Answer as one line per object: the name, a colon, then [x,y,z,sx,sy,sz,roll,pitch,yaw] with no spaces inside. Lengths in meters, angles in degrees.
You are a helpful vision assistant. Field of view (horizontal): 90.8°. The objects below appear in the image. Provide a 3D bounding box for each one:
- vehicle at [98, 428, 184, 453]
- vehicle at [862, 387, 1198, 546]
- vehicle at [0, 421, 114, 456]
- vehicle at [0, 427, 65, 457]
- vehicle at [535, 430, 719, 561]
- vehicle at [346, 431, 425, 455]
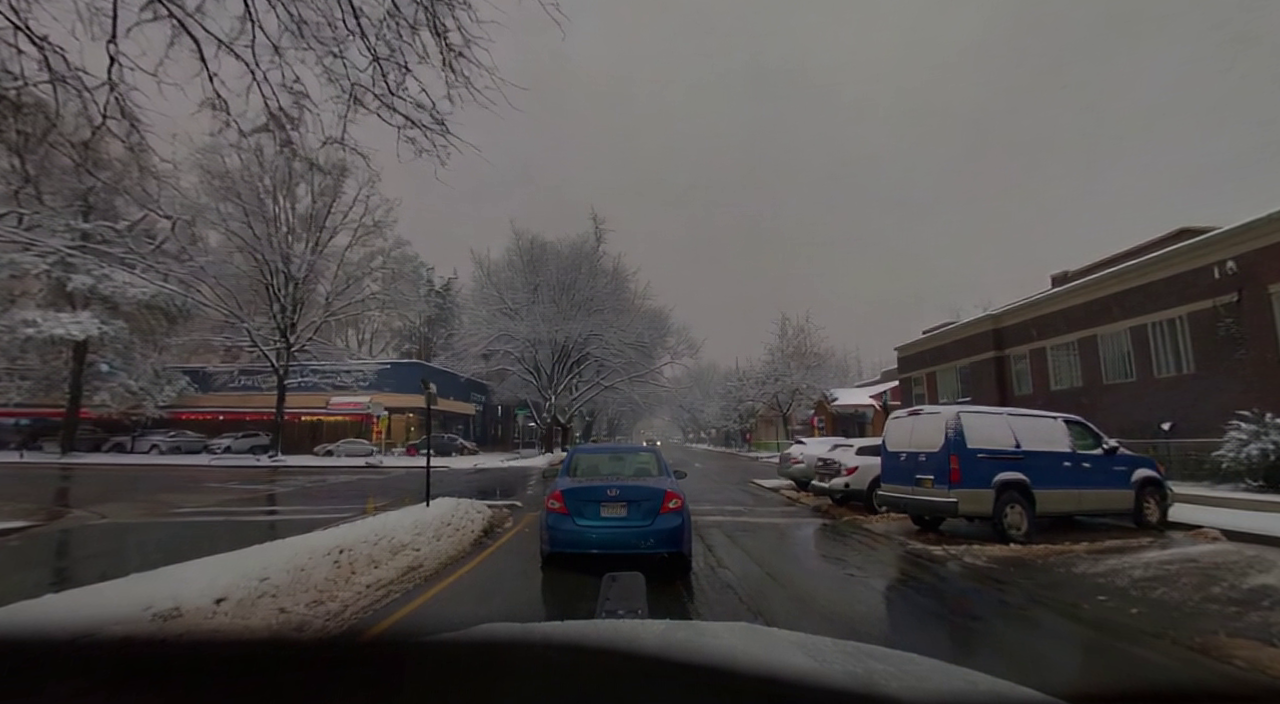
vehicle: [-31.790,5.643,40.301,3.915,1.574,1.850,0,-8,3]
vehicle: [6.656,1.868,10.759,5.385,2.146,2.143,4,-9,-25]
vehicle: [-31.827,4.736,34.371,4.438,1.814,2.044,0,-8,-2]
vehicle: [-31.793,4.508,31.560,4.168,1.458,1.904,0,-8,-2]
vehicle: [-0.226,1.961,9.446,2.065,1.450,4.522,0,-8,-2]
vehicle: [-18.450,6.621,45.950,4.892,1.679,1.927,1,-9,-6]
